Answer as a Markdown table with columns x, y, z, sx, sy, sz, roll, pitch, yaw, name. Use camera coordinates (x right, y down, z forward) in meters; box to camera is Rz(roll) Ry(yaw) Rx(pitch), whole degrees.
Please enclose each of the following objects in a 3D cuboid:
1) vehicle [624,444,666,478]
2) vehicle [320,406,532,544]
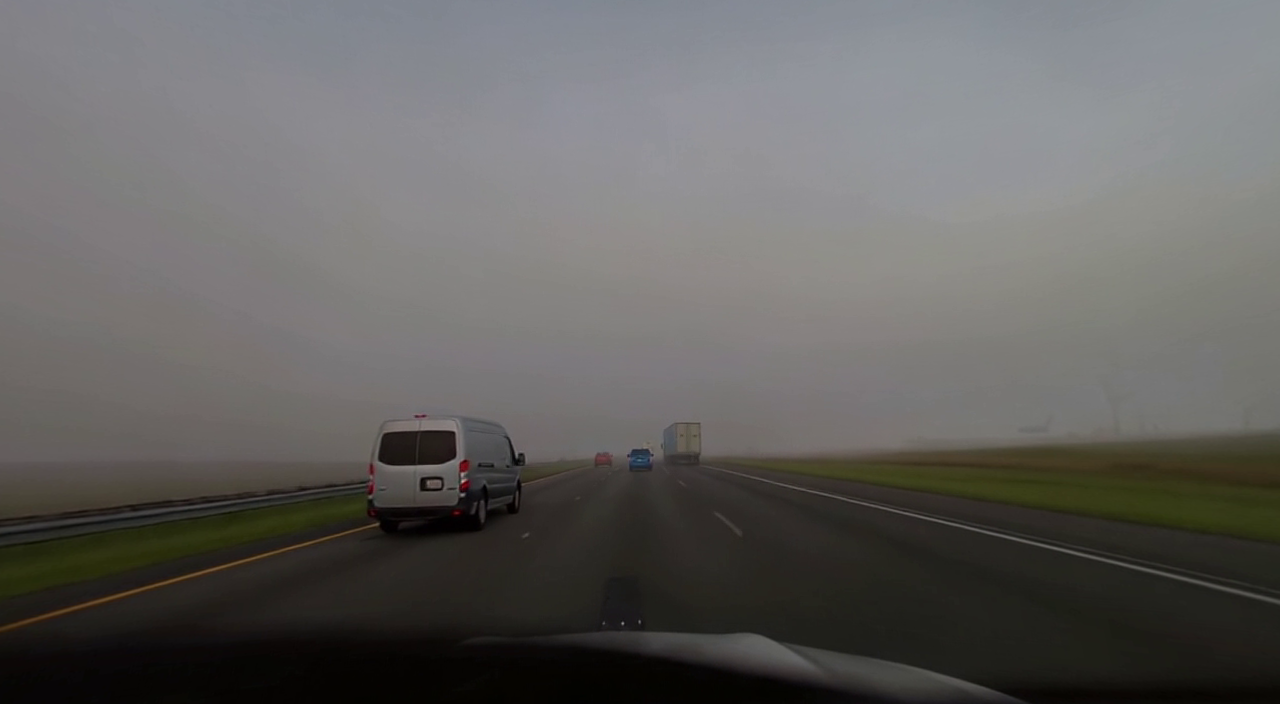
| x | y | z | sx | sy | sz | roll | pitch | yaw | name |
| --- | --- | --- | --- | --- | --- | --- | --- | --- | --- |
| 0.276 | 5.753 | 33.422 | 2.083 | 1.689 | 4.083 | 0 | -9 | 0 | vehicle |
| -3.535 | 2.173 | 11.634 | 2.238 | 1.984 | 4.650 | 0 | -9 | 0 | vehicle |
